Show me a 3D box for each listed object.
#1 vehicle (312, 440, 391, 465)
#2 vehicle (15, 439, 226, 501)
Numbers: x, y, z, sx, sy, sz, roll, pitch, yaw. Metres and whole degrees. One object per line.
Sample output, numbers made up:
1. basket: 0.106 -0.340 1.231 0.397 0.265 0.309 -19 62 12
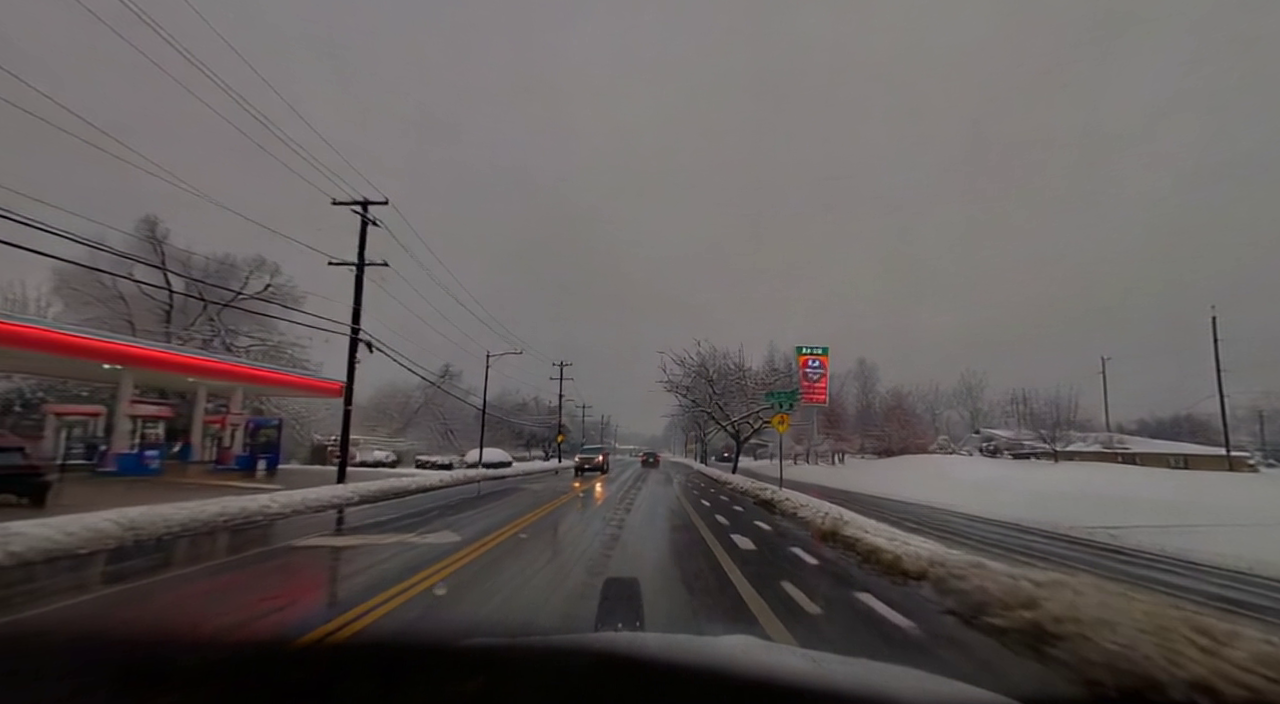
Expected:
1. vehicle: -22.163 7.726 48.793 2.094 1.778 5.276 -5 -10 28
2. vehicle: -13.862 3.147 17.352 1.947 1.435 4.606 0 -9 -1
